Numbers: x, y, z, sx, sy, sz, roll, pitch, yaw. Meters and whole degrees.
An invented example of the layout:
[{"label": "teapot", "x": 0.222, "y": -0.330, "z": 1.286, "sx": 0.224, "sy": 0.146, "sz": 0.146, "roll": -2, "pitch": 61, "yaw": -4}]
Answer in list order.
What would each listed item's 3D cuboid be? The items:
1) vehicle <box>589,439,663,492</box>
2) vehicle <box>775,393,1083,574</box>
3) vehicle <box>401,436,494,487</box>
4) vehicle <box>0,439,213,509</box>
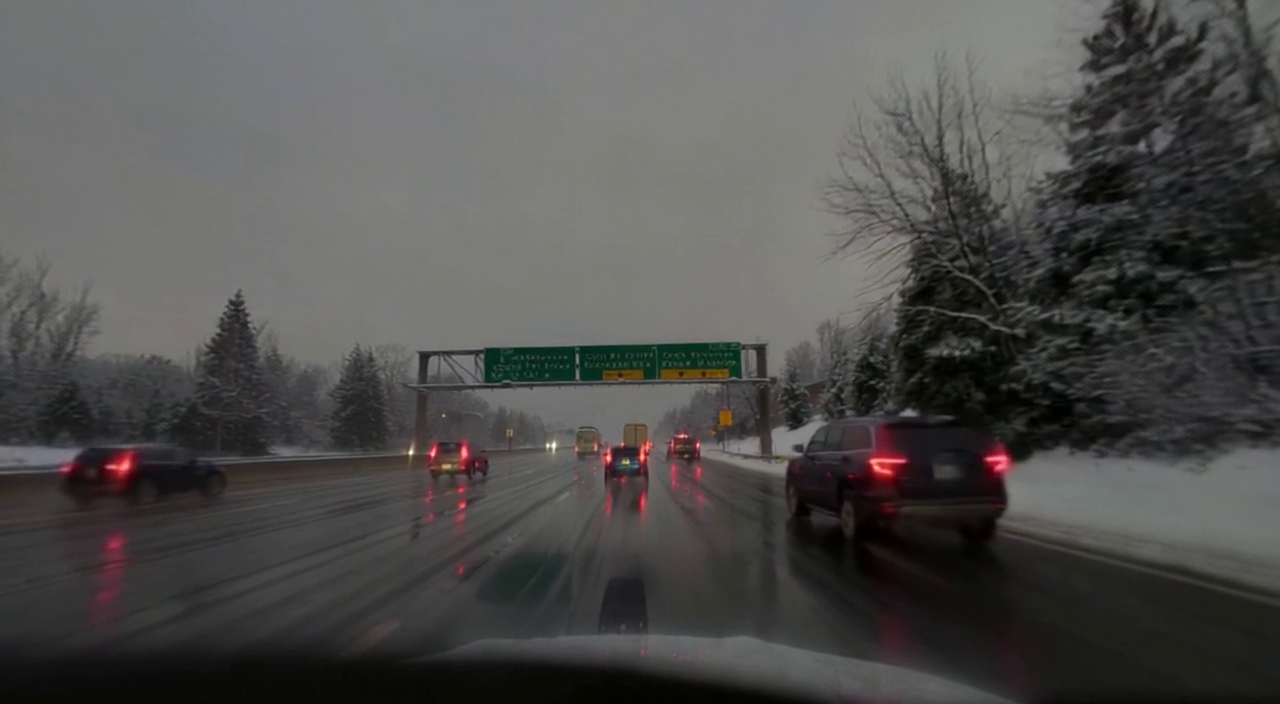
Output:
[{"label": "vehicle", "x": -0.398, "y": 3.468, "z": 19.633, "sx": 2.042, "sy": 1.446, "sz": 4.269, "roll": 0, "pitch": -9, "yaw": 0}, {"label": "vehicle", "x": 3.336, "y": 1.619, "z": 8.445, "sx": 2.001, "sy": 1.771, "sz": 4.250, "roll": 0, "pitch": -9, "yaw": -1}, {"label": "vehicle", "x": -6.940, "y": 3.987, "z": 23.226, "sx": 2.060, "sy": 1.669, "sz": 4.242, "roll": 0, "pitch": -9, "yaw": 0}, {"label": "vehicle", "x": -14.471, "y": 3.243, "z": 17.320, "sx": 2.055, "sy": 1.628, "sz": 4.898, "roll": 0, "pitch": -9, "yaw": 0}]
